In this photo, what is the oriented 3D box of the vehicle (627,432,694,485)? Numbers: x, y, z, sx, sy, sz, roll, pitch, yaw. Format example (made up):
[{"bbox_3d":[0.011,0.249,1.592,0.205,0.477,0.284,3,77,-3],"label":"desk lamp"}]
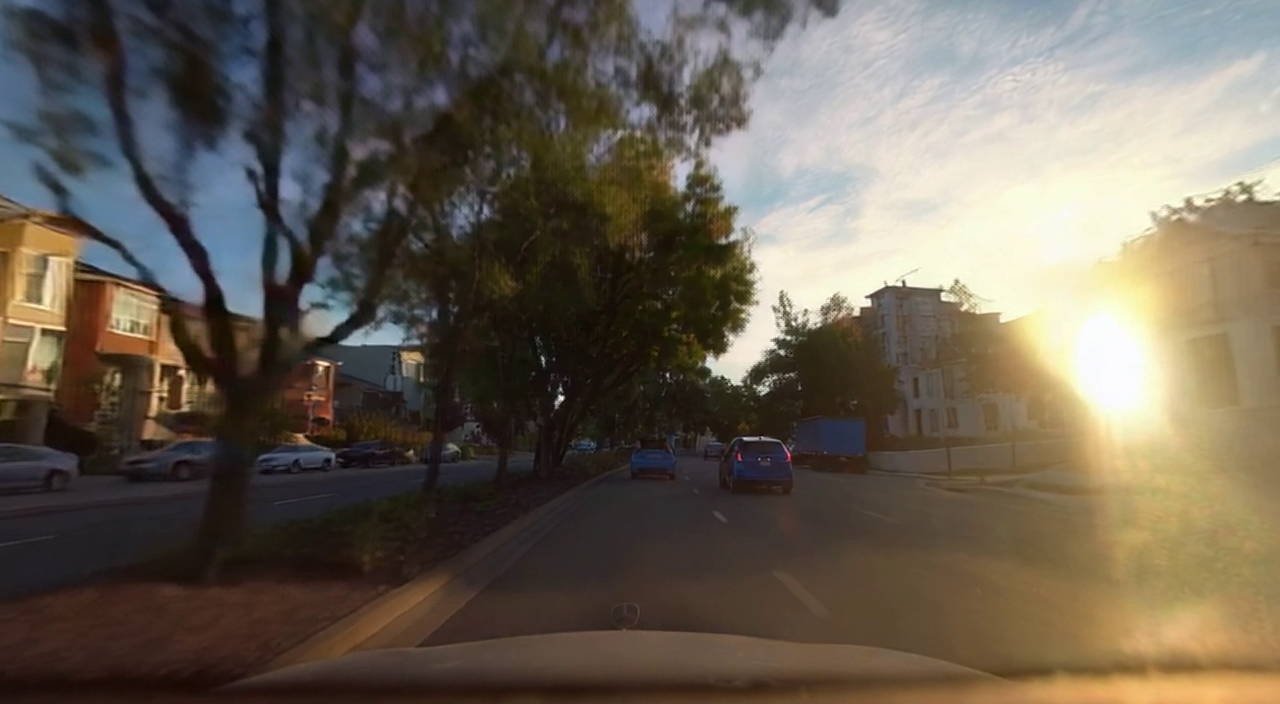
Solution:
[{"bbox_3d":[0.834,4.114,24.748,2.345,1.841,5.032,0,-9,2],"label":"vehicle"}]

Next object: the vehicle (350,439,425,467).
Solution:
[{"bbox_3d":[-17.098,6.969,43.125,2.272,1.746,5.914,-1,-11,5],"label":"vehicle"}]

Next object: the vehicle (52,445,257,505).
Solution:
[{"bbox_3d":[-13.550,3.424,18.141,1.884,1.454,4.858,0,-9,2],"label":"vehicle"}]

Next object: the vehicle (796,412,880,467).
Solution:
[{"bbox_3d":[12.622,5.742,41.009,3.705,3.221,6.779,-2,-9,5],"label":"vehicle"}]

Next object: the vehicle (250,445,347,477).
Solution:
[{"bbox_3d":[-17.677,5.698,33.035,2.008,1.487,5.078,-2,-10,3],"label":"vehicle"}]

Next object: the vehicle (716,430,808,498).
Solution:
[{"bbox_3d":[3.591,3.388,19.484,2.033,1.823,4.409,0,-9,1],"label":"vehicle"}]
